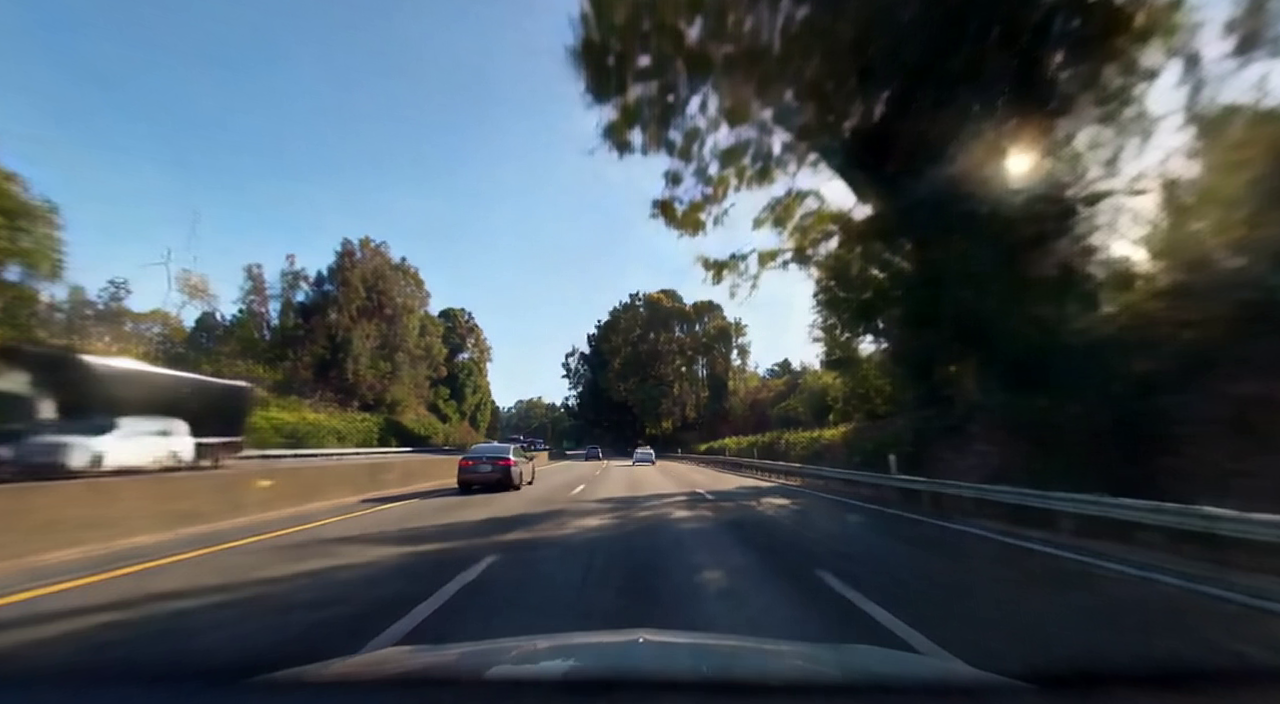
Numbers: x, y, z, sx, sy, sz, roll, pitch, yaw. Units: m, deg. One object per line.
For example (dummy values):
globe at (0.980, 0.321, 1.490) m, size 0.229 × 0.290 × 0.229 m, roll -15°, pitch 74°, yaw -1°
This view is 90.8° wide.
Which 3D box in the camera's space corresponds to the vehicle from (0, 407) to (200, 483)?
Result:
vehicle at (-12.833, 2.200, 14.889) m, size 1.919 × 1.534 × 4.101 m, roll 0°, pitch -9°, yaw 0°

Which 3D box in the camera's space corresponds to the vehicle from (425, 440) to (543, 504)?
vehicle at (-4.041, 3.184, 17.240) m, size 2.054 × 1.500 × 4.469 m, roll 0°, pitch -9°, yaw 0°

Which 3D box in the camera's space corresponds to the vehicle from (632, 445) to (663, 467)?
vehicle at (0.505, 7.375, 44.856) m, size 2.008 × 1.499 × 3.192 m, roll 0°, pitch -9°, yaw -2°

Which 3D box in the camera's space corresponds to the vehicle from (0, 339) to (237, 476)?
vehicle at (-16.759, 1.959, 19.861) m, size 2.847 × 3.475 × 7.687 m, roll 0°, pitch -9°, yaw 1°
